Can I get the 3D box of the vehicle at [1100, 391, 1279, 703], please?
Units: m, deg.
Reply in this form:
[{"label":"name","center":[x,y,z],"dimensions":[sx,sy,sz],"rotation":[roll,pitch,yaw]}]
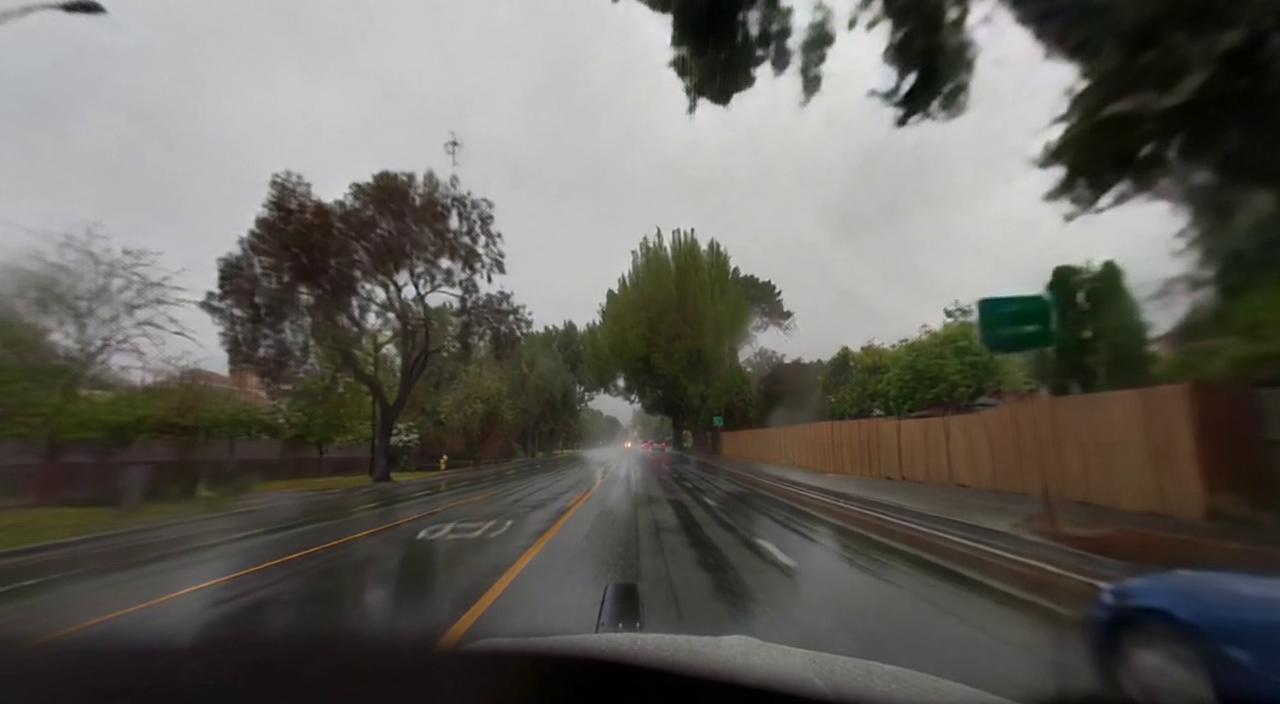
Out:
[{"label":"vehicle","center":[2.981,0.658,0.530],"dimensions":[1.991,1.476,4.153],"rotation":[0,-8,-1]}]
